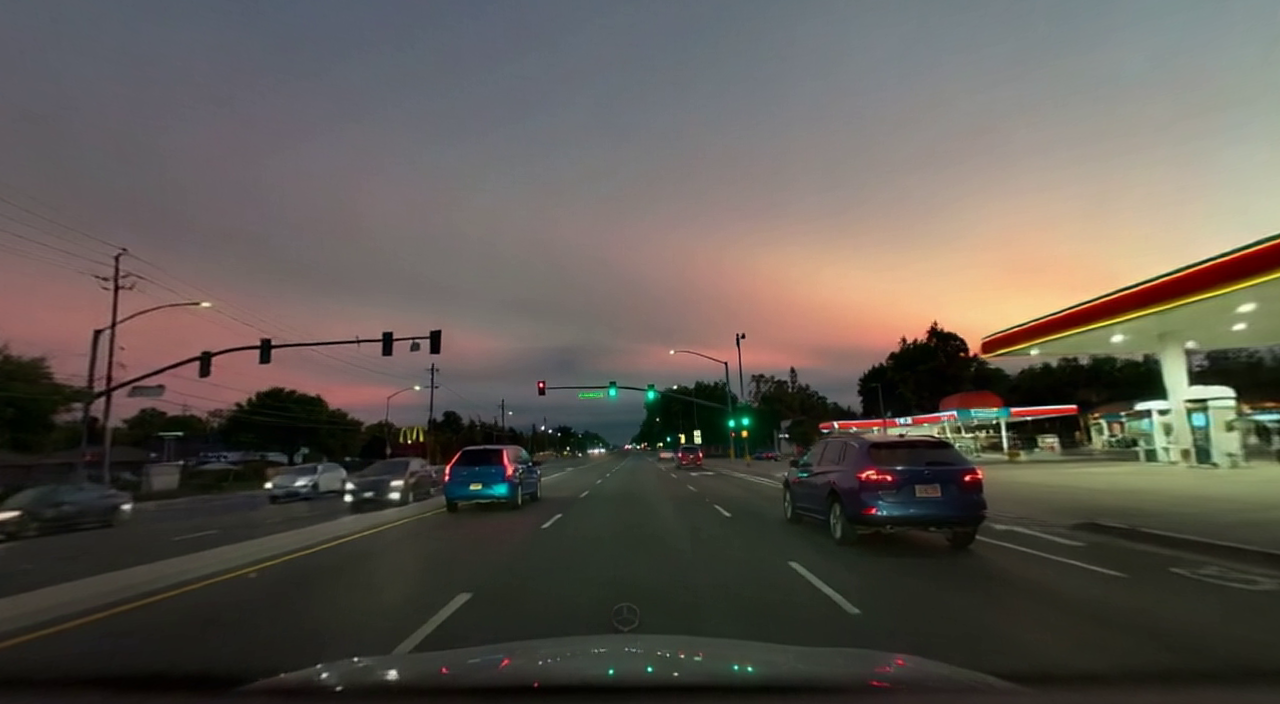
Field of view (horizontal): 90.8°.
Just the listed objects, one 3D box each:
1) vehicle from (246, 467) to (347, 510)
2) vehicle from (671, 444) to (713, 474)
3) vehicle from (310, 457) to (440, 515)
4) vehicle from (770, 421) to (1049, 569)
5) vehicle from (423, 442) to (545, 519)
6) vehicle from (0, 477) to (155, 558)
[{"bbox_3d":[-14.199,5.627,26.409,1.833,1.476,4.117,-1,-9,1],"label":"vehicle"},{"bbox_3d":[3.162,6.643,39.397,2.066,1.699,4.419,0,-9,-2],"label":"vehicle"},{"bbox_3d":[-8.101,4.096,19.861,2.056,1.519,4.383,-1,-9,2],"label":"vehicle"},{"bbox_3d":[3.532,1.962,9.462,2.085,1.655,4.459,0,-9,-2],"label":"vehicle"},{"bbox_3d":[-3.644,3.058,15.580,1.935,1.617,4.045,0,-9,1],"label":"vehicle"},{"bbox_3d":[-14.280,3.831,15.035,1.861,1.472,4.543,0,-9,0],"label":"vehicle"}]
